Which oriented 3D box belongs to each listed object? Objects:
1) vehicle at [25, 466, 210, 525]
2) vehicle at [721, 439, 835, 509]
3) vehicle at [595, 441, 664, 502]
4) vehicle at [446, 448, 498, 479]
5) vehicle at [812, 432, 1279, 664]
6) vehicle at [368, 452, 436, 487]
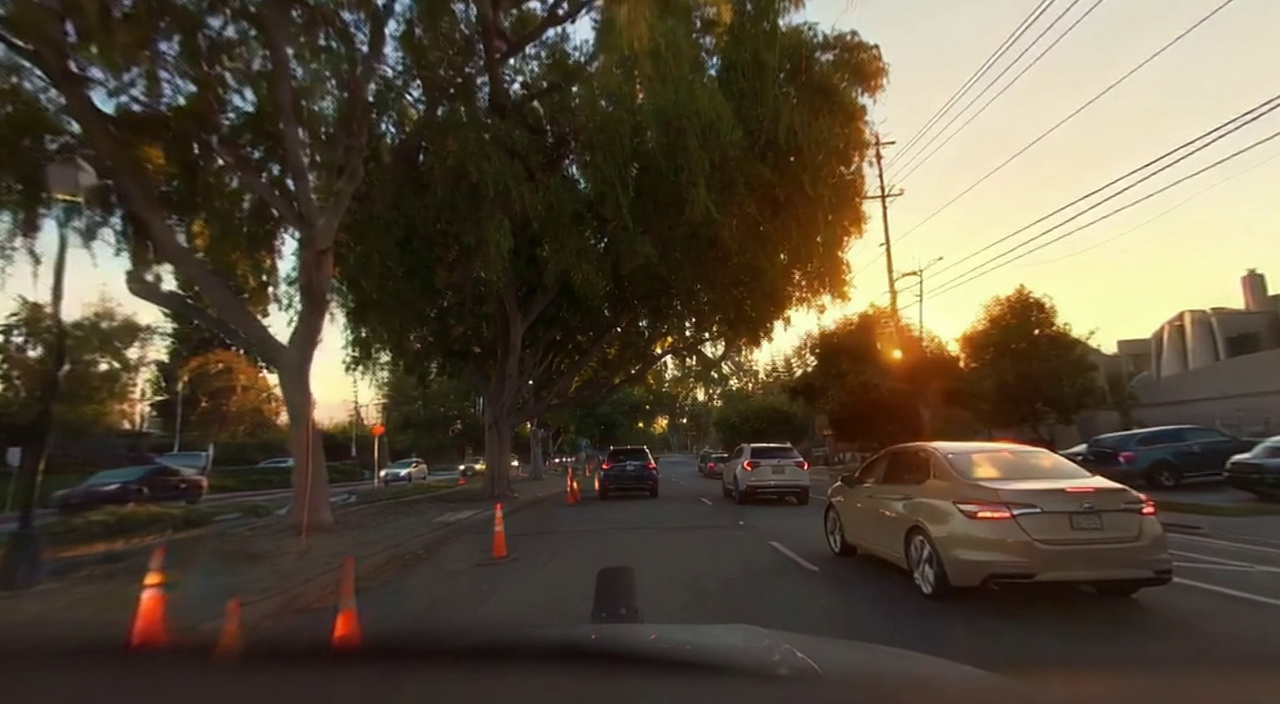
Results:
[{"bbox_3d":[-16.176,4.420,19.968,1.973,1.457,4.564,-1,-8,0],"label":"vehicle"},{"bbox_3d":[3.795,3.444,18.363,2.116,1.726,4.672,0,-8,-1],"label":"vehicle"},{"bbox_3d":[-0.318,3.814,20.614,2.050,1.745,3.915,-1,-8,0],"label":"vehicle"},{"bbox_3d":[-12.343,8.188,46.901,2.223,2.091,6.044,-1,-8,-1],"label":"vehicle"},{"bbox_3d":[3.423,1.606,6.435,1.977,1.460,4.565,0,-8,-1],"label":"vehicle"},{"bbox_3d":[-16.048,7.908,43.003,2.258,2.072,5.695,-1,-8,1],"label":"vehicle"}]
